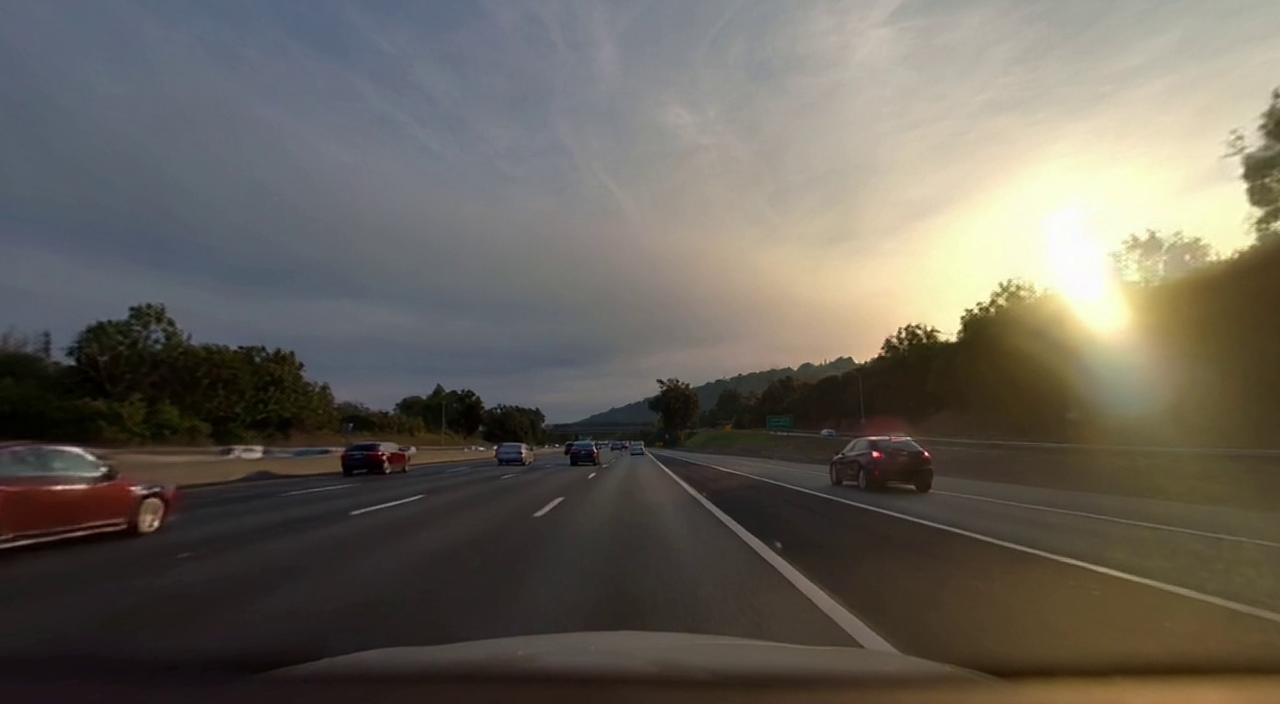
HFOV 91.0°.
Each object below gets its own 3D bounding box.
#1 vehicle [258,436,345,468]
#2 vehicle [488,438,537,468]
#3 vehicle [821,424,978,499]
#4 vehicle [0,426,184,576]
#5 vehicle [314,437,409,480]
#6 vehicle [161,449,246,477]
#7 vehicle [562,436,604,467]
[{"bbox_3d":[-20.881,6.219,39.195,2.209,1.819,5.690,0,-9,1],"label":"vehicle"},{"bbox_3d":[-7.867,6.261,39.215,2.087,1.755,4.457,0,-9,0],"label":"vehicle"},{"bbox_3d":[7.082,3.050,17.934,2.259,1.816,4.862,0,-9,-2],"label":"vehicle"},{"bbox_3d":[-7.434,1.498,6.382,2.071,1.486,4.703,0,-9,0],"label":"vehicle"},{"bbox_3d":[-11.329,4.354,25.988,1.958,1.633,4.302,0,-9,0],"label":"vehicle"},{"bbox_3d":[-24.836,6.313,36.025,1.866,1.490,4.134,0,-9,0],"label":"vehicle"},{"bbox_3d":[-3.798,6.735,42.859,2.288,1.962,5.119,0,-9,1],"label":"vehicle"}]
